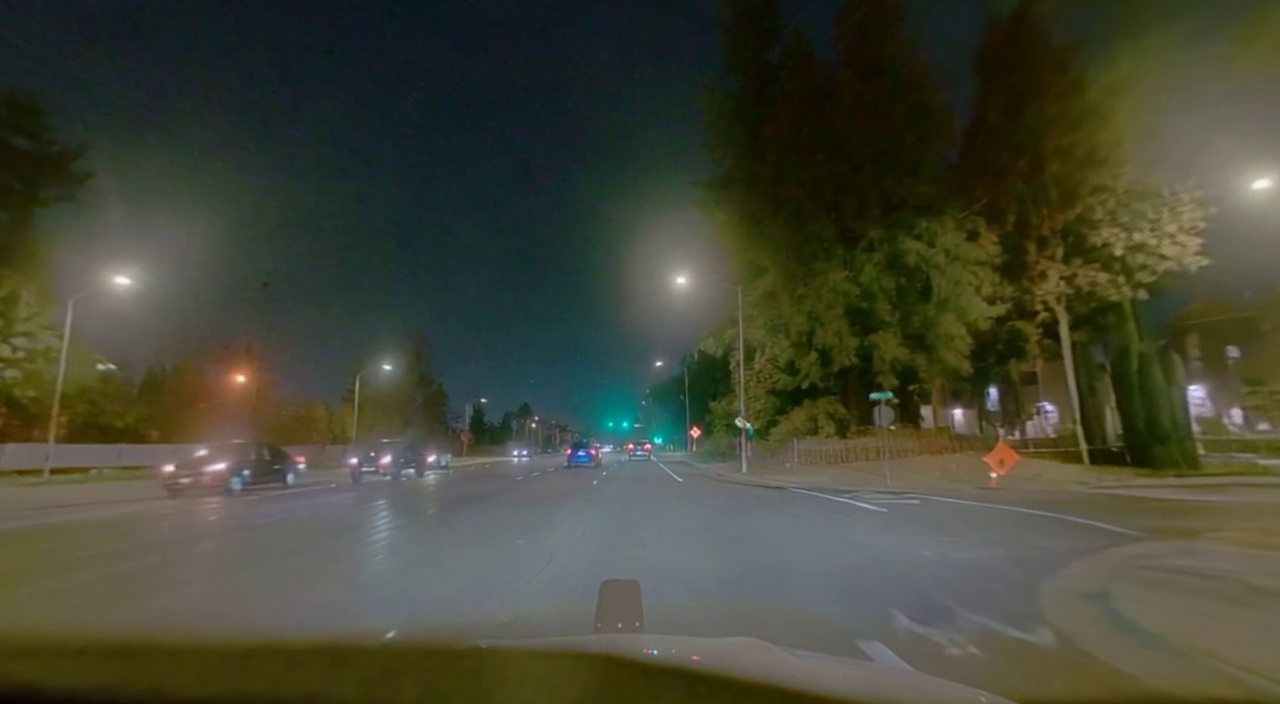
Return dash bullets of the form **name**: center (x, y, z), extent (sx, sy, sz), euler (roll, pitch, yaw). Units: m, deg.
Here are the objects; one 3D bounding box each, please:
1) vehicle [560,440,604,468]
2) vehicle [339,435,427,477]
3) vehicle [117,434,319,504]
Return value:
- **vehicle**: center (-3.617, 6.451, 40.133), extent (2.198, 1.663, 4.519), euler (0, -8, 2)
- **vehicle**: center (-11.126, 4.532, 27.600), extent (2.014, 1.674, 4.337), euler (0, -8, 0)
- **vehicle**: center (-10.610, 2.953, 16.421), extent (2.009, 1.541, 4.753), euler (0, -8, -1)
